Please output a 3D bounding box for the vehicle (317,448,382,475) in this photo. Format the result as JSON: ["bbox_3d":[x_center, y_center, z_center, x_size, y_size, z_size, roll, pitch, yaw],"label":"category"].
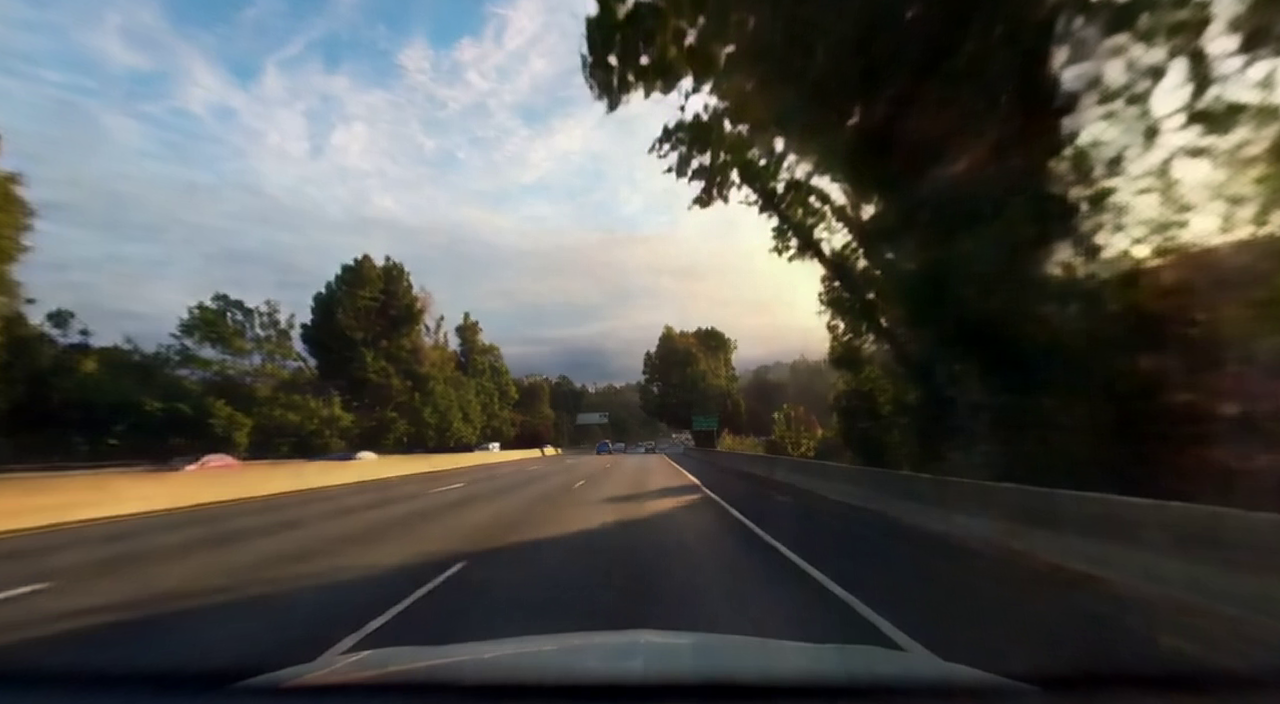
[{"bbox_3d":[-15.967,6.008,34.806,1.760,1.376,3.808,0,-8,1],"label":"vehicle"}]

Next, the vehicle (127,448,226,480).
[{"bbox_3d":[-23.683,5.700,32.386,1.899,1.468,4.131,0,-8,1],"label":"vehicle"}]
